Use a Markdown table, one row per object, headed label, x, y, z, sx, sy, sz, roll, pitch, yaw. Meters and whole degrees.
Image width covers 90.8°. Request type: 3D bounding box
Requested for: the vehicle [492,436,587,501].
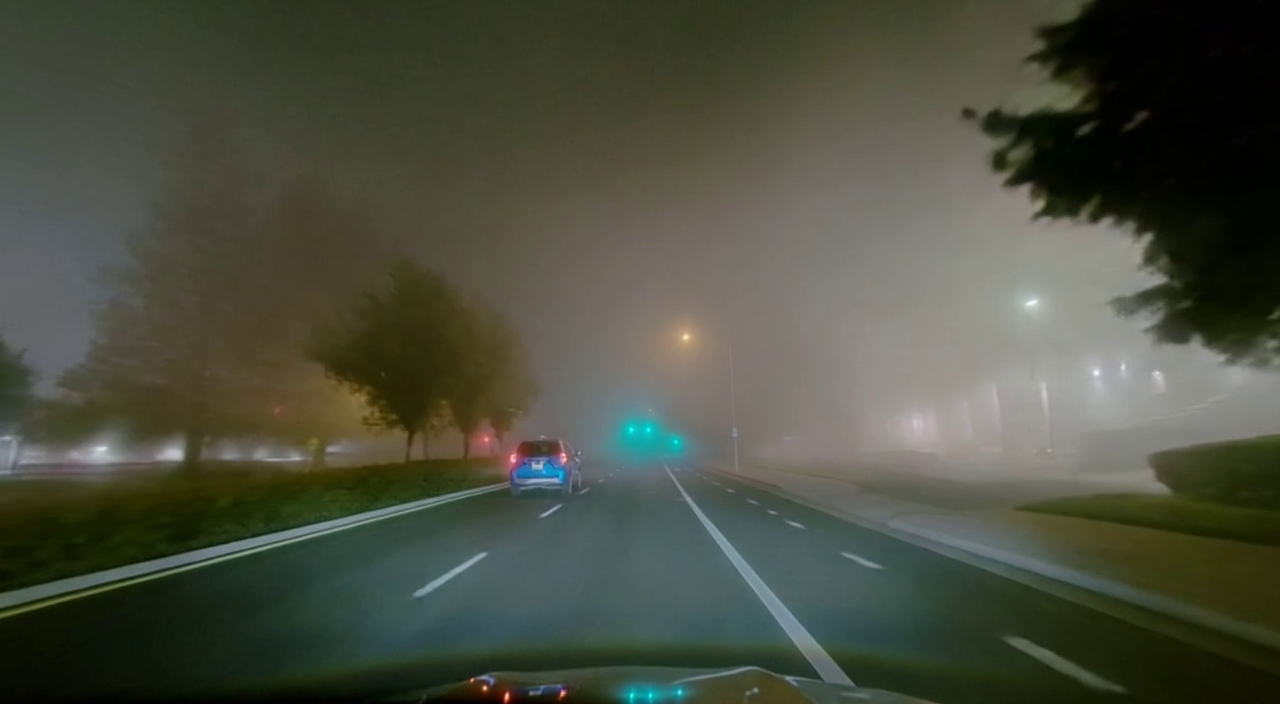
| label | x | y | z | sx | sy | sz | roll | pitch | yaw |
| --- | --- | --- | --- | --- | --- | --- | --- | --- | --- |
| vehicle | -2.918 | 3.500 | 19.392 | 2.121 | 1.724 | 4.392 | 0 | -9 | 1 |
